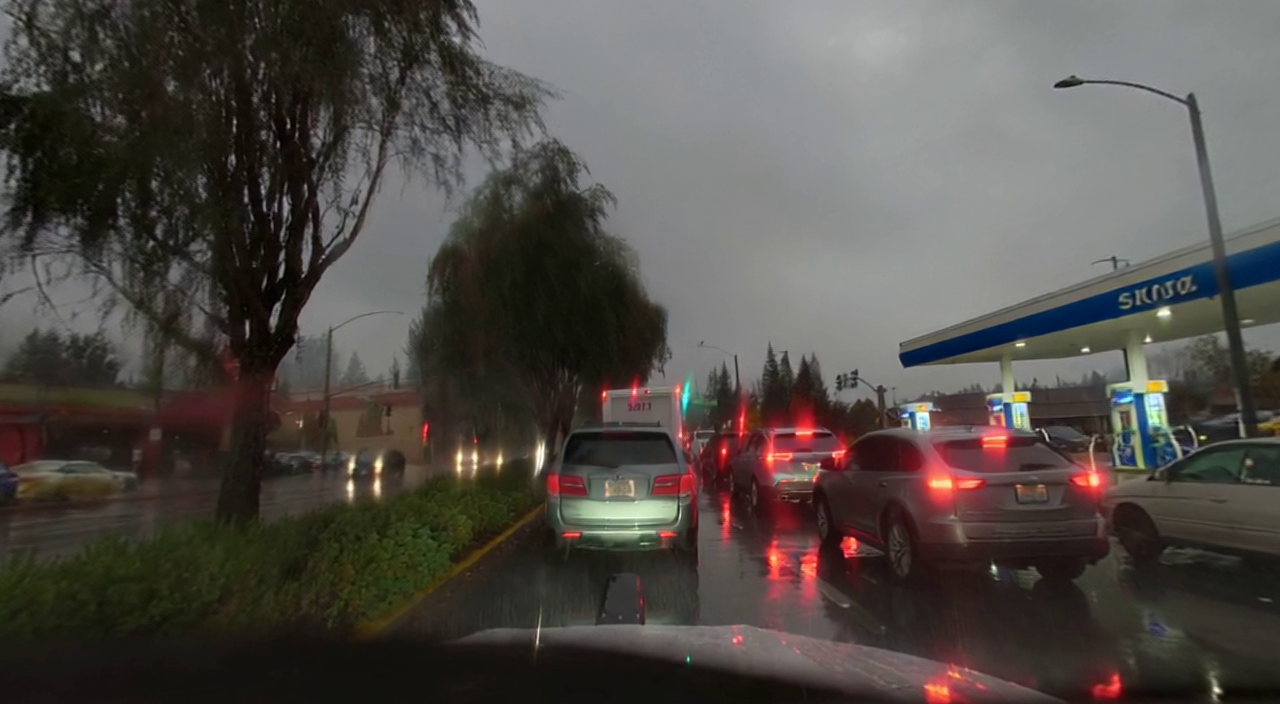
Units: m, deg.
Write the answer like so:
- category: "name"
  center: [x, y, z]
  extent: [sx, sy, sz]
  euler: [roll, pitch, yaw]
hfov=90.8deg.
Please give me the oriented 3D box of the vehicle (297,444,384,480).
- category: "vehicle"
  center: [-17.864, 6.541, 38.064]
  extent: [2.325, 1.938, 5.913]
  euler: [0, -9, 0]

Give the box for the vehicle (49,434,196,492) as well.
- category: "vehicle"
  center: [-26.933, 5.758, 33.316]
  extent: [2.571, 2.711, 6.027]
  euler: [0, -9, -1]

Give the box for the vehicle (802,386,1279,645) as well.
- category: "vehicle"
  center: [3.369, 1.411, 6.482]
  extent: [2.056, 1.700, 4.399]
  euler: [0, -9, -2]

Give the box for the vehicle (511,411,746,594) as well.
- category: "vehicle"
  center: [-0.142, 1.634, 7.610]
  extent: [2.106, 1.613, 3.697]
  euler: [0, -9, -1]

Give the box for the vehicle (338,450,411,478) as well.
- category: "vehicle"
  center: [-14.809, 6.242, 35.509]
  extent: [2.011, 1.465, 4.528]
  euler: [-1, -9, 1]
